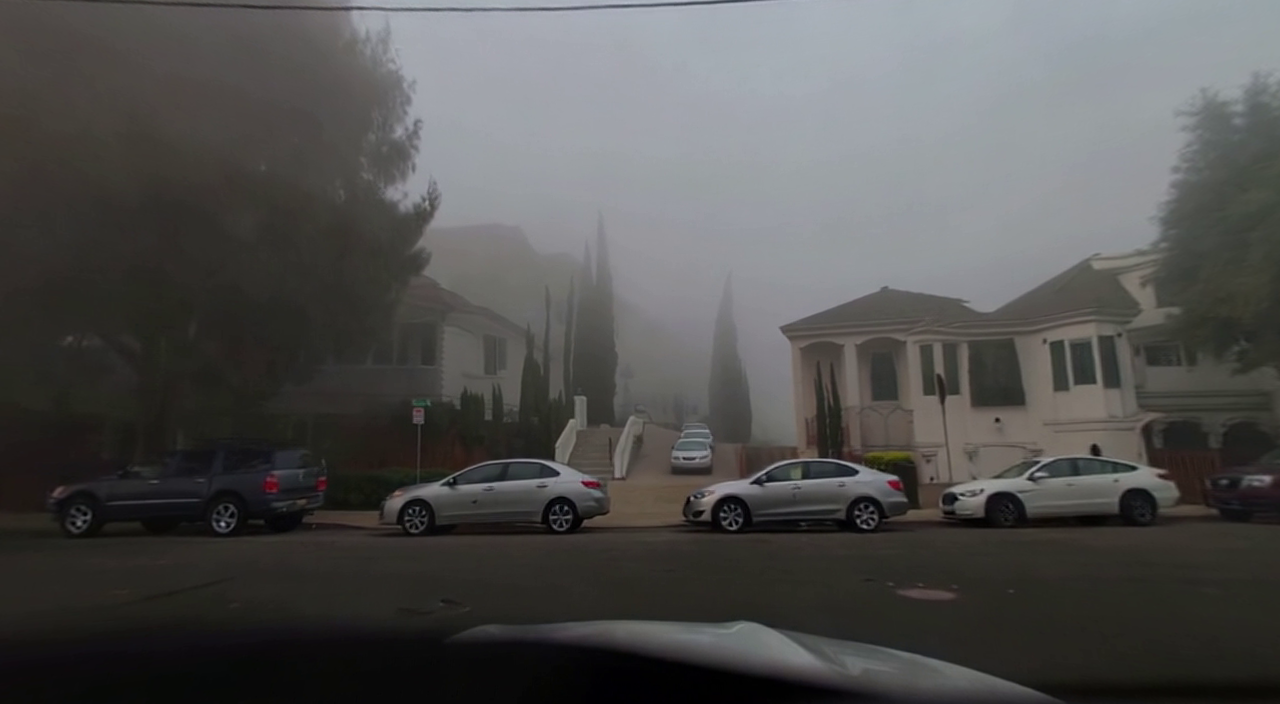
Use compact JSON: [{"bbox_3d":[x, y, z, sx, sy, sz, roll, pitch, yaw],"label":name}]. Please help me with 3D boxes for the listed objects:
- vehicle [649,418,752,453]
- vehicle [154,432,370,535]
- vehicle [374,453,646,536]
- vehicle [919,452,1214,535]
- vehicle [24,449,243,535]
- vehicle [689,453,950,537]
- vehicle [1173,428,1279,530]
[{"bbox_3d":[2.715,3.855,28.946,4.565,1.479,1.775,1,-8,-1],"label":"vehicle"},{"bbox_3d":[-8.420,2.906,14.677,2.046,1.969,4.585,0,-8,2],"label":"vehicle"},{"bbox_3d":[-2.421,2.814,12.749,5.075,1.436,1.863,1,-8,1],"label":"vehicle"},{"bbox_3d":[8.507,2.829,12.836,4.785,1.471,1.798,1,-8,-3],"label":"vehicle"},{"bbox_3d":[-11.410,3.104,14.639,1.827,1.648,4.030,1,-8,-3],"label":"vehicle"},{"bbox_3d":[3.365,2.783,12.557,4.663,1.452,1.801,1,-8,1],"label":"vehicle"},{"bbox_3d":[14.676,2.662,13.348,4.513,1.970,2.512,1,-8,-3],"label":"vehicle"}]
